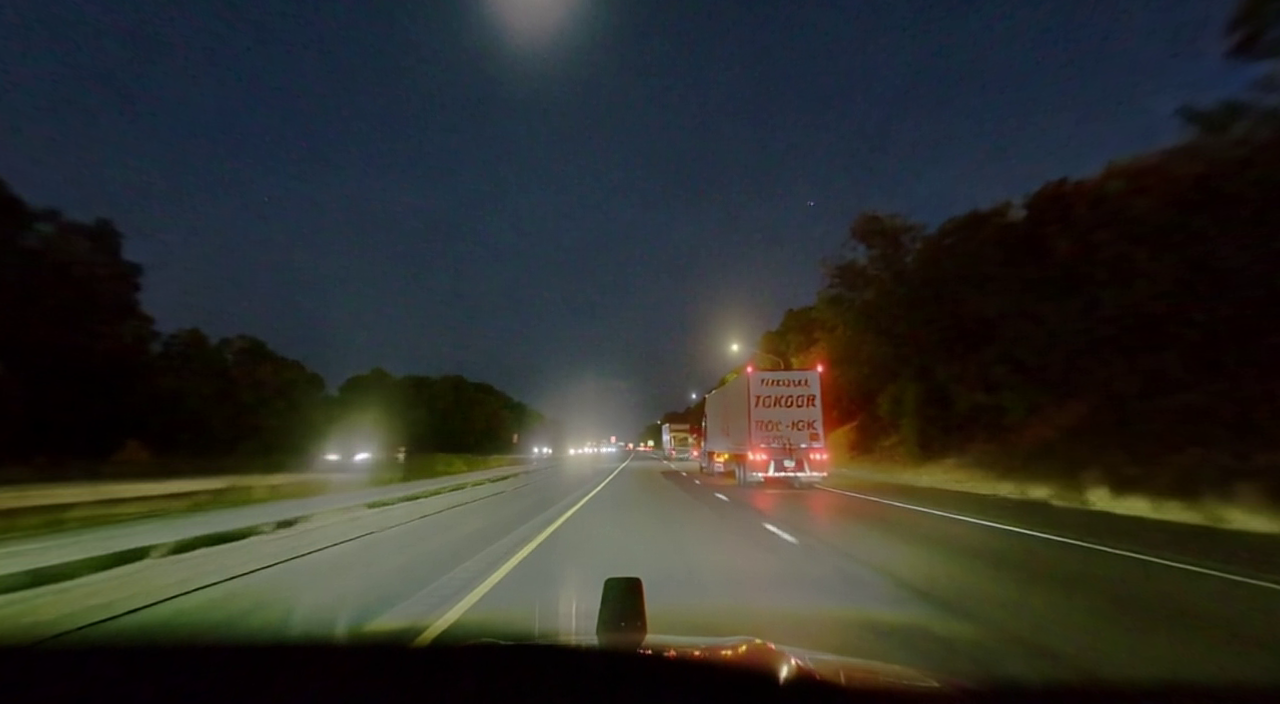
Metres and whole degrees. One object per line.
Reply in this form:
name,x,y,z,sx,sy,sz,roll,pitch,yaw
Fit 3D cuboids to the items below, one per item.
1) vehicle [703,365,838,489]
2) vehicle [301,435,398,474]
vehicle,5.018,3.558,28.005,2.929,4.093,14.258,0,-9,0
vehicle,-11.934,4.271,26.259,1.879,1.464,4.504,0,-9,1
